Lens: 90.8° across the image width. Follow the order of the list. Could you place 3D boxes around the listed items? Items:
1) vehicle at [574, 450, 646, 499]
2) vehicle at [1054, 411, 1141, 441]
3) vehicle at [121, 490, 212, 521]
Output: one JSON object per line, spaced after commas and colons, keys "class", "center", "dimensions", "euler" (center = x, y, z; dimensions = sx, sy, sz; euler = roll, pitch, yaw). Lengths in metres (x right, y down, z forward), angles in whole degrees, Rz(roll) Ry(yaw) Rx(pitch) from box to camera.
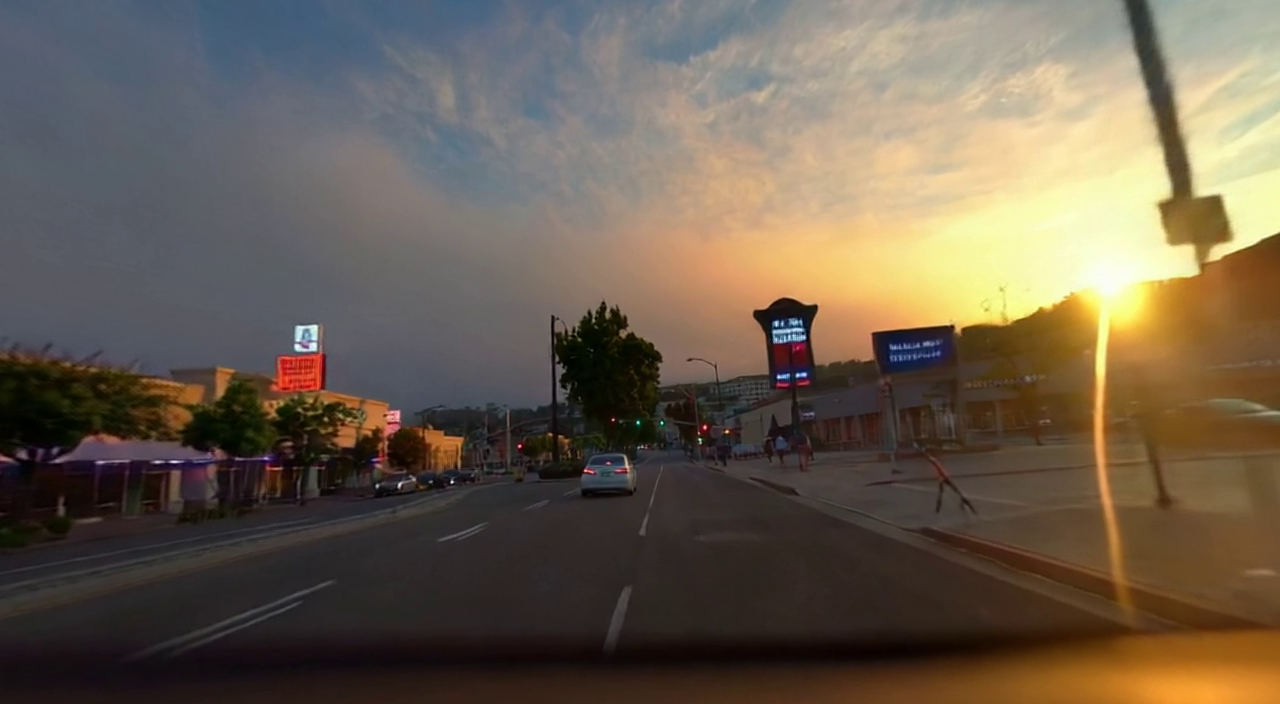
{"class": "vehicle", "center": [-0.883, 4.026, 21.157], "dimensions": [1.977, 1.451, 4.032], "euler": [-1, -9, 3]}
{"class": "vehicle", "center": [27.582, 4.551, 38.342], "dimensions": [1.965, 1.693, 4.635], "euler": [-1, -9, 3]}
{"class": "vehicle", "center": [-30.177, 9.788, 40.445], "dimensions": [1.817, 1.485, 4.436], "euler": [-2, -9, 13]}
